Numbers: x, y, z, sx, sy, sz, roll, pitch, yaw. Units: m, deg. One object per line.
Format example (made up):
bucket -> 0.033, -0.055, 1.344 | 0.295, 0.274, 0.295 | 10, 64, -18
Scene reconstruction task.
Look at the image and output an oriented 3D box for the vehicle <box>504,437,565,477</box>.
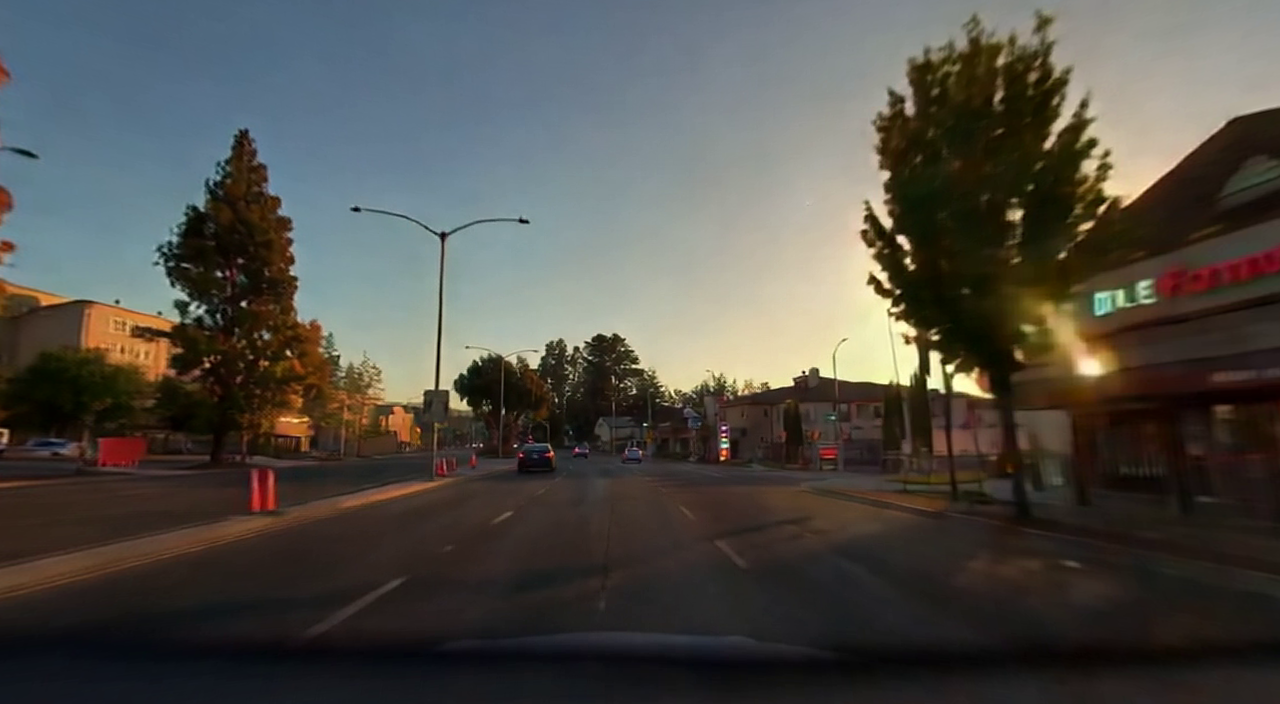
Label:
vehicle -> -4.884, 4.957, 29.945 | 2.381, 1.721, 4.186 | 0, -9, -4
